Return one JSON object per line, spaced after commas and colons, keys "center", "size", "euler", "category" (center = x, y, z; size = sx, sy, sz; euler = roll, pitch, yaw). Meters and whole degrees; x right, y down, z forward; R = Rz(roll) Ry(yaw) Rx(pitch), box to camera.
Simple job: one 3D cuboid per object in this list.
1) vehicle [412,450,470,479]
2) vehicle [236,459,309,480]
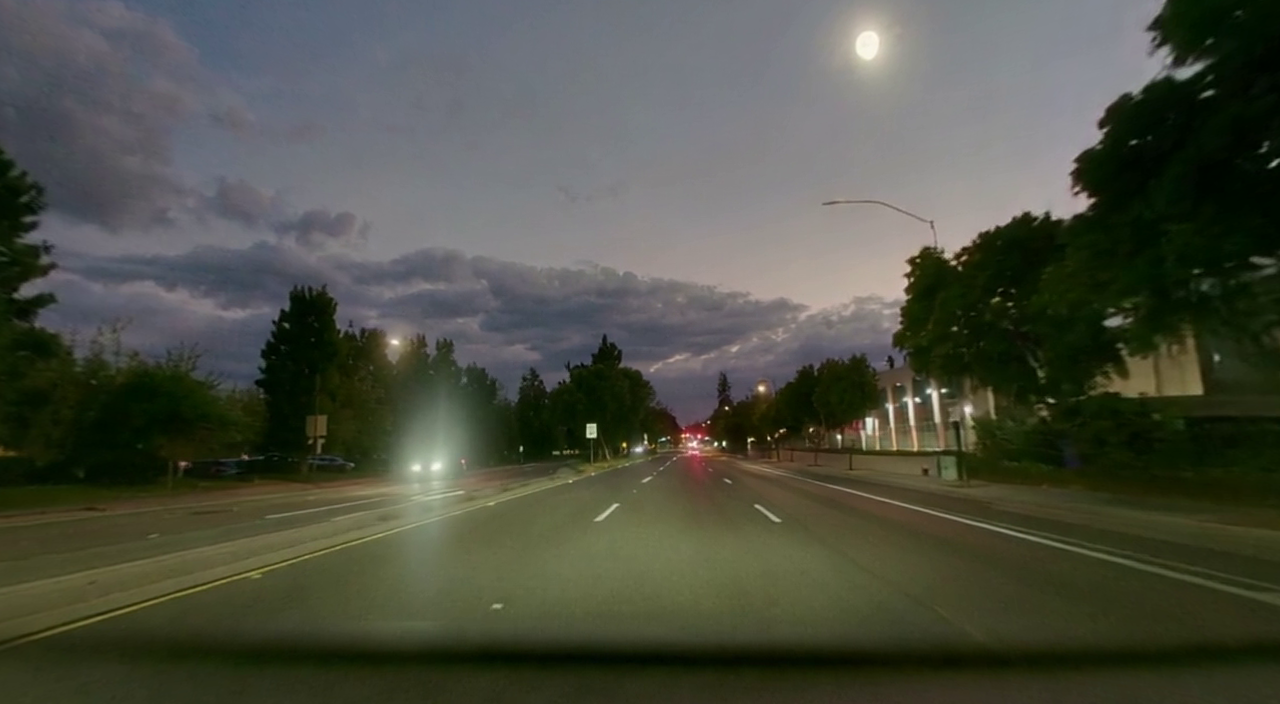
{"center": [-12.912, 7.316, 41.228], "size": [1.915, 1.721, 4.402], "euler": [-1, -8, 7], "category": "vehicle"}
{"center": [-27.733, 8.852, 47.672], "size": [4.380, 1.461, 1.754], "euler": [-1, -8, 3], "category": "vehicle"}
